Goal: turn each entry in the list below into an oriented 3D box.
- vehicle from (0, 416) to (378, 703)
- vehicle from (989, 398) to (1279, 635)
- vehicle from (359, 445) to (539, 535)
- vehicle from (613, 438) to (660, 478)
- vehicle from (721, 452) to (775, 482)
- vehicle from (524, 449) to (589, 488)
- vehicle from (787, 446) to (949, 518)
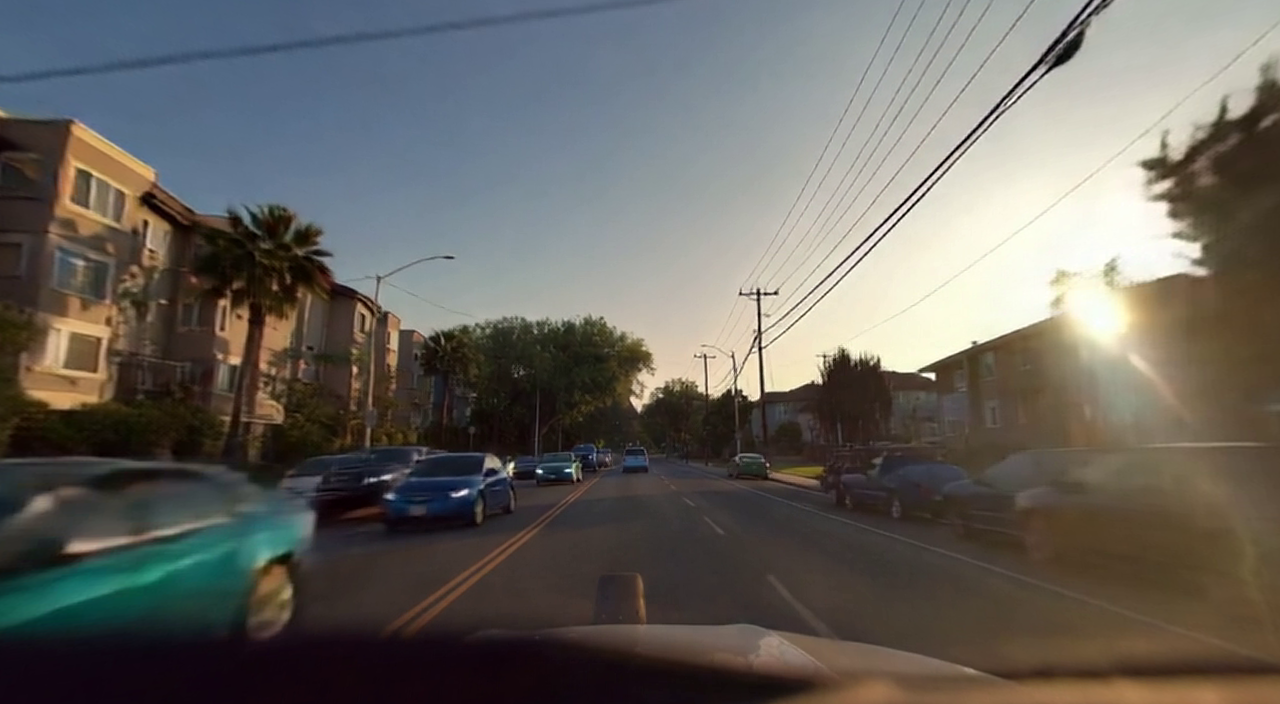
[{"bbox_3d":[-3.252,1.124,3.164,1.972,1.498,4.304,0,-9,1],"label":"vehicle"},{"bbox_3d":[6.204,1.533,6.463,2.211,1.884,5.031,0,-9,-2],"label":"vehicle"},{"bbox_3d":[-3.629,2.689,13.047,2.013,1.497,4.456,-1,-9,4],"label":"vehicle"},{"bbox_3d":[-0.126,5.521,33.037,2.308,1.940,4.125,-1,-9,1],"label":"vehicle"},{"bbox_3d":[5.858,6.290,34.765,1.943,1.490,4.783,0,-9,-2],"label":"vehicle"},{"bbox_3d":[-3.407,4.859,26.679,2.057,1.476,4.593,0,-9,0],"label":"vehicle"},{"bbox_3d":[6.154,3.569,18.117,2.350,1.706,5.901,0,-9,-1],"label":"vehicle"}]
